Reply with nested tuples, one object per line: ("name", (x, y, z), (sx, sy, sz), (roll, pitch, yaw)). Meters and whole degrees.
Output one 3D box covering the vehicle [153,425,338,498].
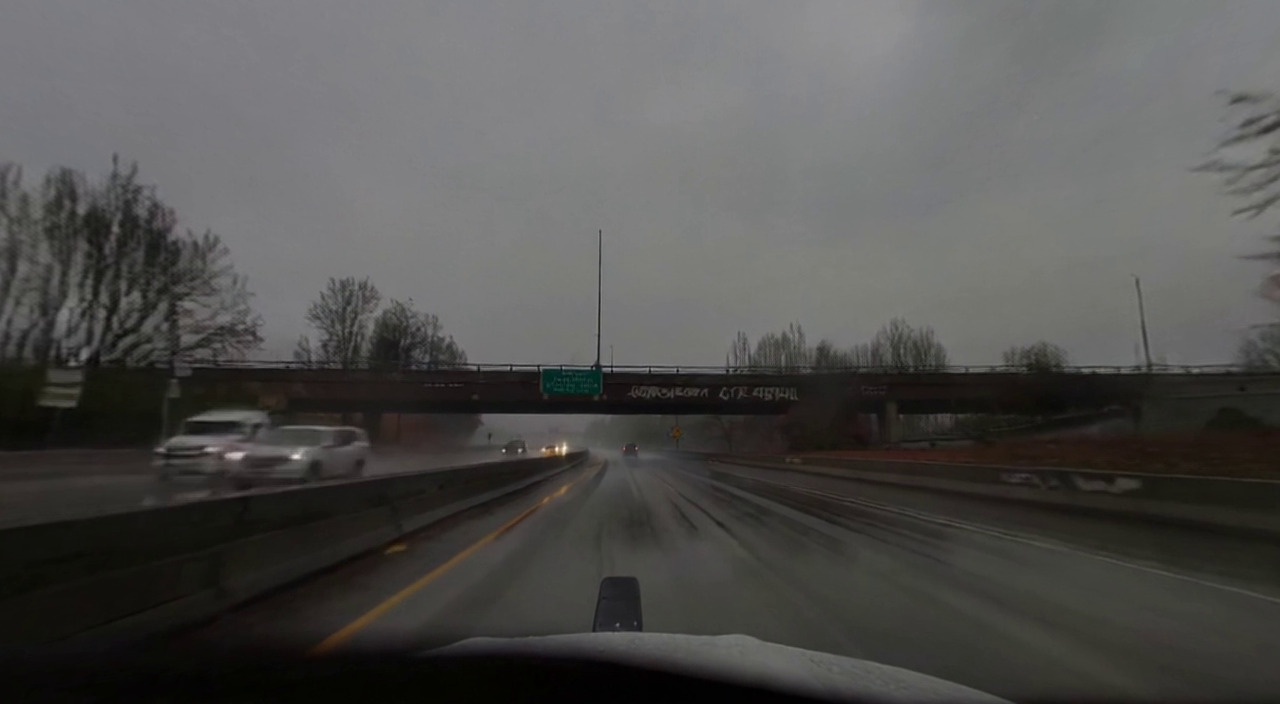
("vehicle", (-9.221, 2.600, 15.146), (1.857, 1.490, 4.145), (0, -9, -2))
